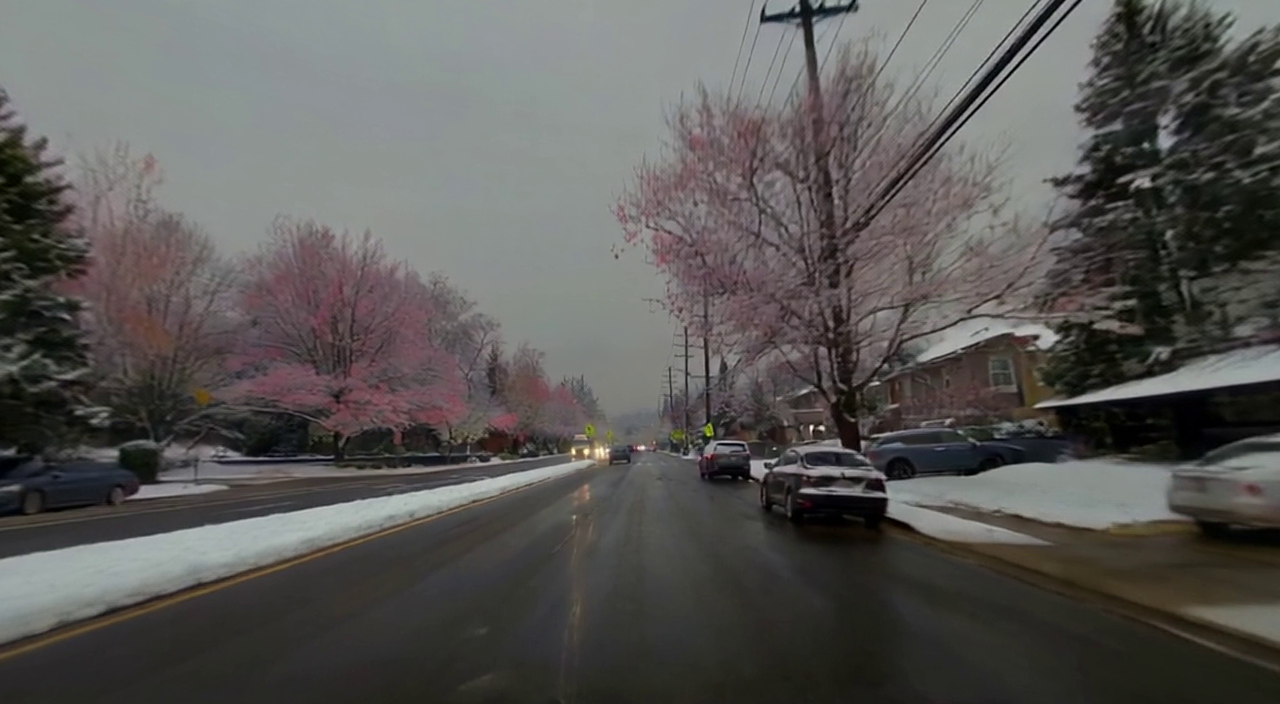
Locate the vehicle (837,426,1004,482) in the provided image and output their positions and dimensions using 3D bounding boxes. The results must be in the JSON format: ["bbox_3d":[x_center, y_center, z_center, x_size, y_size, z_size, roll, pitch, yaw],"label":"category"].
[{"bbox_3d":[9.723,3.579,22.238,4.818,1.847,2.257,0,-9,2],"label":"vehicle"}]

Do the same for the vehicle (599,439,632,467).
[{"bbox_3d":[-1.743,7.428,46.424,2.202,1.961,4.980,0,-9,0],"label":"vehicle"}]

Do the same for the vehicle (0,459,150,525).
[{"bbox_3d":[-16.640,3.824,17.779,1.954,1.497,4.613,0,-9,0],"label":"vehicle"}]

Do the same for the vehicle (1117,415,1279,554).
[{"bbox_3d":[9.300,1.660,8.225,4.512,1.567,1.947,0,-9,0],"label":"vehicle"}]

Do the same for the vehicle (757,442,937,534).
[{"bbox_3d":[3.778,2.548,12.500,2.042,1.465,4.455,0,-9,0],"label":"vehicle"}]

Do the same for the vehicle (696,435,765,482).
[{"bbox_3d":[4.025,4.865,29.094,2.280,1.904,5.779,0,-9,-1],"label":"vehicle"}]
